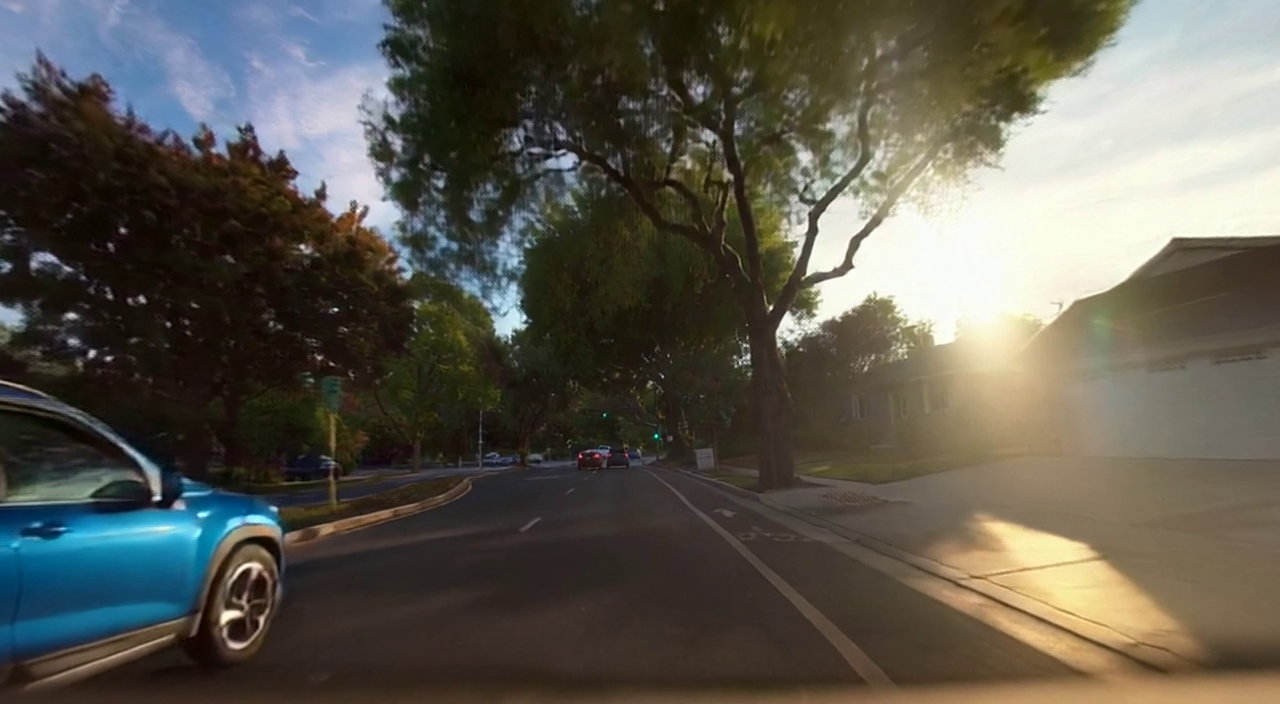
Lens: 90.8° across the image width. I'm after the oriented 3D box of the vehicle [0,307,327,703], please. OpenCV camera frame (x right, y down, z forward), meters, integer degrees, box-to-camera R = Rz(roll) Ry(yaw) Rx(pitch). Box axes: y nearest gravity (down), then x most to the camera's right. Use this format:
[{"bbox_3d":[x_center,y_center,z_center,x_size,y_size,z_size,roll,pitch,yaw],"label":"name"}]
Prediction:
[{"bbox_3d":[-3.754,0.759,2.247,2.276,1.960,5.561,0,-8,2],"label":"vehicle"}]
